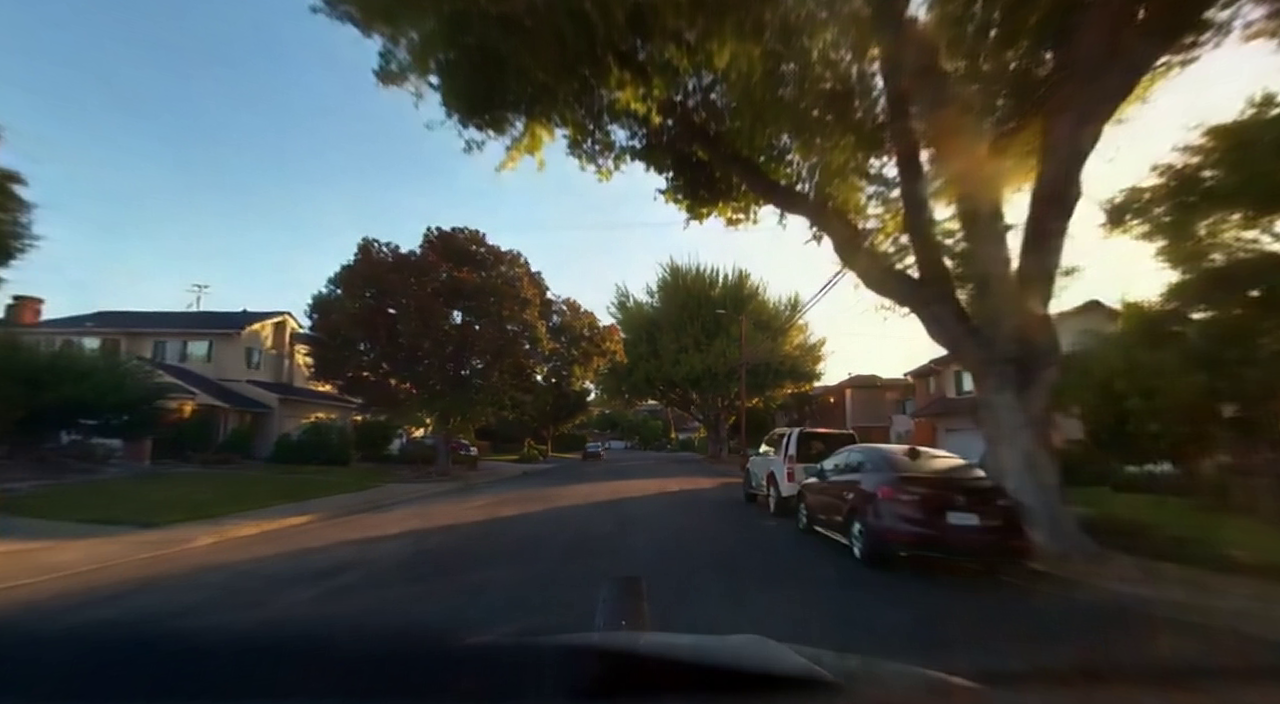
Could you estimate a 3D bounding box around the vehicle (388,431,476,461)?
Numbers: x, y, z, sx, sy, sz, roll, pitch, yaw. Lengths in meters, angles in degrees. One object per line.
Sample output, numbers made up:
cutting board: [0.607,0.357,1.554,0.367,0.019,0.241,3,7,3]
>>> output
vehicle: [-13.378,6.086,40.617,4.928,1.844,2.163,0,-9,-2]

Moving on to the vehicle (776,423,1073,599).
vehicle: [3.224,1.852,8.287,1.976,1.552,4.442,3,-8,2]
